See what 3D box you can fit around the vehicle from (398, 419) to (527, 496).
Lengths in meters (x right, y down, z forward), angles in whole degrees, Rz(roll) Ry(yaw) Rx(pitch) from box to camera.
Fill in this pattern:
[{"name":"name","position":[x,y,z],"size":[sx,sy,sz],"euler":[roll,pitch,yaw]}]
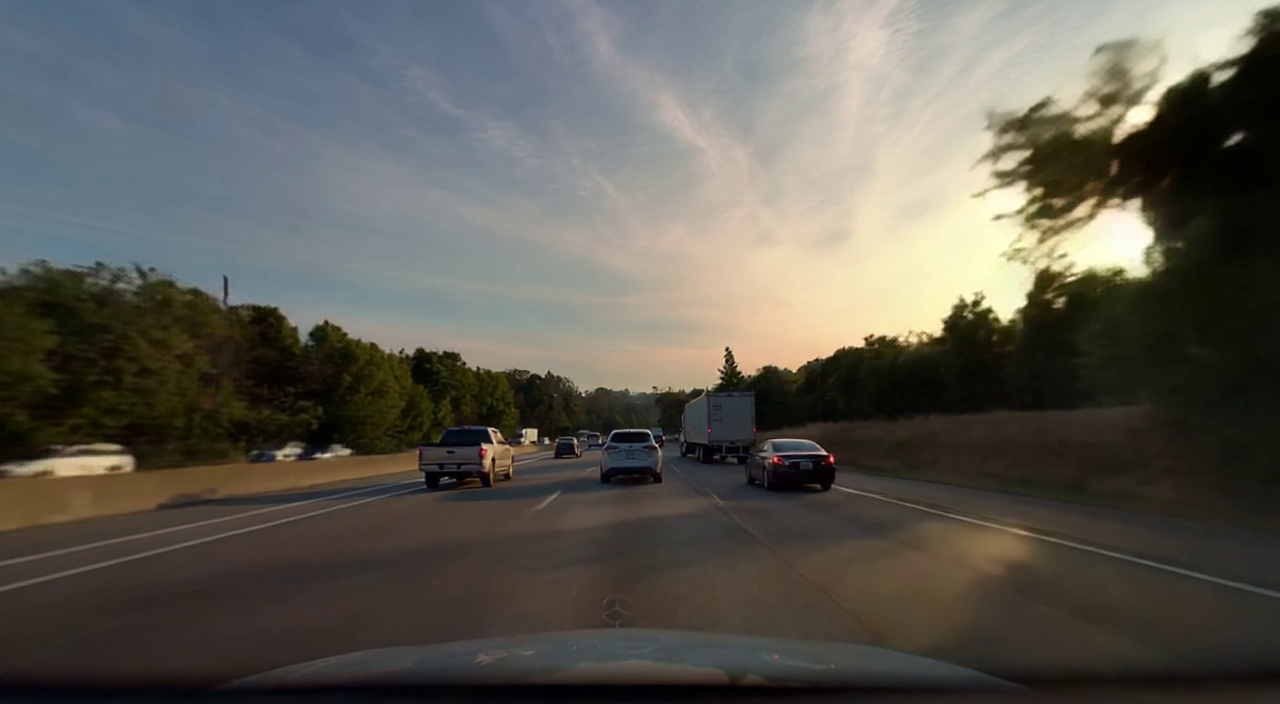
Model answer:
[{"name":"vehicle","position":[-4.540,2.785,17.026],"size":[2.101,1.767,4.702],"euler":[0,-8,0]}]

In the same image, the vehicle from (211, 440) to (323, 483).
[{"name":"vehicle","position":[-13.129,3.836,22.462],"size":[1.767,1.376,3.667],"euler":[0,-8,0]}]

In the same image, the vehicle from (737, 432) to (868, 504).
[{"name":"vehicle","position":[3.671,2.675,15.045],"size":[1.951,1.477,3.963],"euler":[0,-8,-2]}]

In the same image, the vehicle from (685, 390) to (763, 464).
[{"name":"vehicle","position":[5.189,5.154,42.294],"size":[2.888,4.135,14.071],"euler":[0,-8,-2]}]

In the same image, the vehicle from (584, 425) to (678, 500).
[{"name":"vehicle","position":[-0.225,2.719,15.946],"size":[2.083,1.647,3.799],"euler":[0,-8,-1]}]

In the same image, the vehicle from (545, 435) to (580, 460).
[{"name":"vehicle","position":[-5.450,6.769,44.859],"size":[1.971,1.648,3.983],"euler":[0,-8,0]}]

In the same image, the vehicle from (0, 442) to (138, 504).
[{"name":"vehicle","position":[-17.035,3.384,18.123],"size":[1.813,1.519,4.115],"euler":[0,-8,-2]}]
